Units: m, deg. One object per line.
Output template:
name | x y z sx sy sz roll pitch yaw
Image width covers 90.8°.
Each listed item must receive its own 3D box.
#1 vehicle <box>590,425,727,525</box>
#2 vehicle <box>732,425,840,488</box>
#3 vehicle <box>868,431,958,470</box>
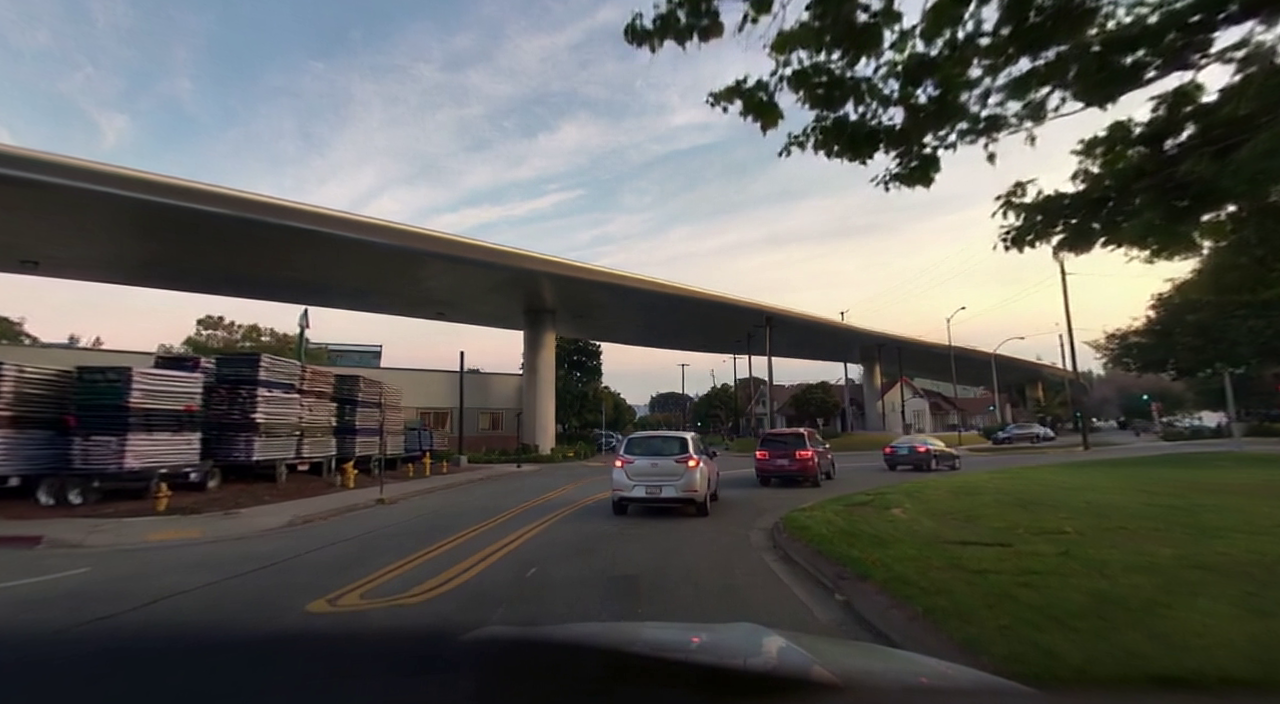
vehicle | 0.595 2.320 12.535 2.087 1.578 4.652 -2 -9 9
vehicle | 5.120 3.508 21.677 2.241 1.885 4.771 -4 -9 31
vehicle | 13.442 4.826 31.039 4.310 1.762 1.995 6 -10 -34
